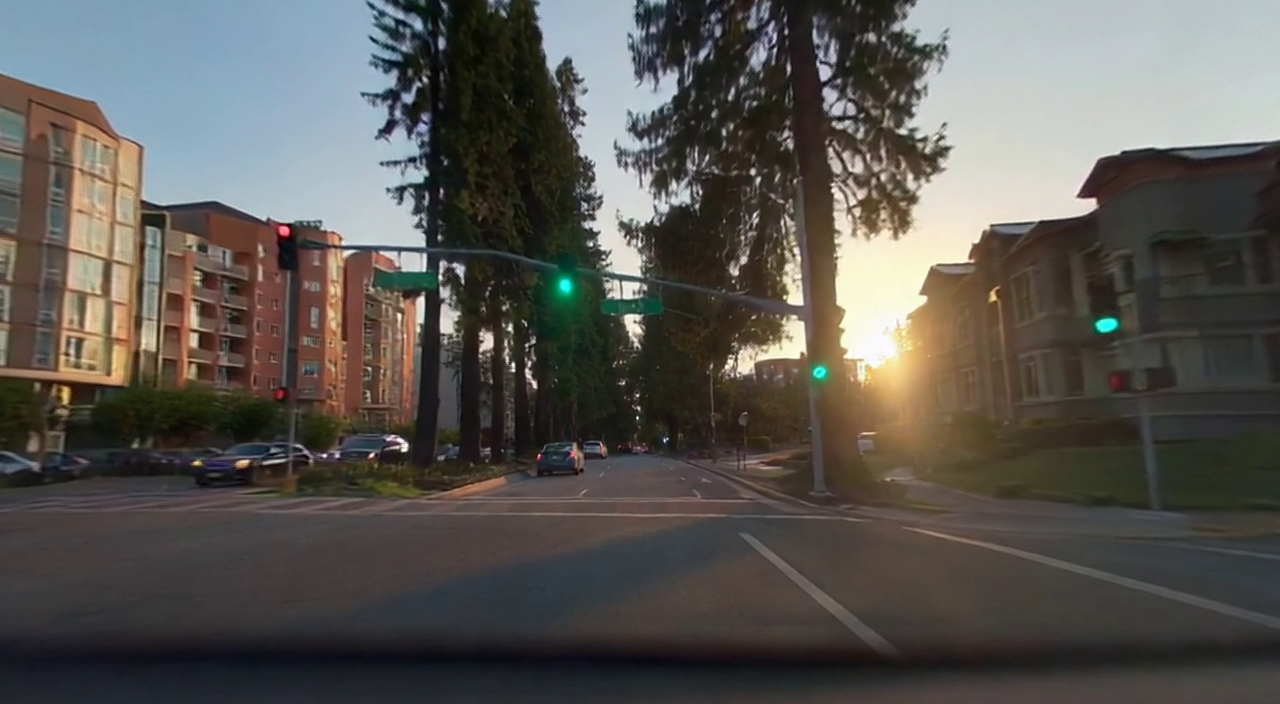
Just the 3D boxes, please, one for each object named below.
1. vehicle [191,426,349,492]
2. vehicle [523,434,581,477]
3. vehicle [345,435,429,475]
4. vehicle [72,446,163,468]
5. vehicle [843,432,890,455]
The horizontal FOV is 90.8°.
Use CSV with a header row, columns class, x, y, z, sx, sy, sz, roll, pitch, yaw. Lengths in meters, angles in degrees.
class,x,y,z,sx,sy,sz,roll,pitch,yaw
vehicle,-11.883,3.466,20.906,2.105,1.759,5.403,-3,-8,-1
vehicle,-3.815,4.531,28.073,1.959,1.741,4.141,0,-8,0
vehicle,-11.724,4.784,29.636,2.040,1.707,4.522,0,-8,1
vehicle,-36.181,7.286,43.837,4.518,1.469,1.940,1,-9,-1
vehicle,17.512,7.029,49.032,1.995,1.554,4.943,-4,-7,3
